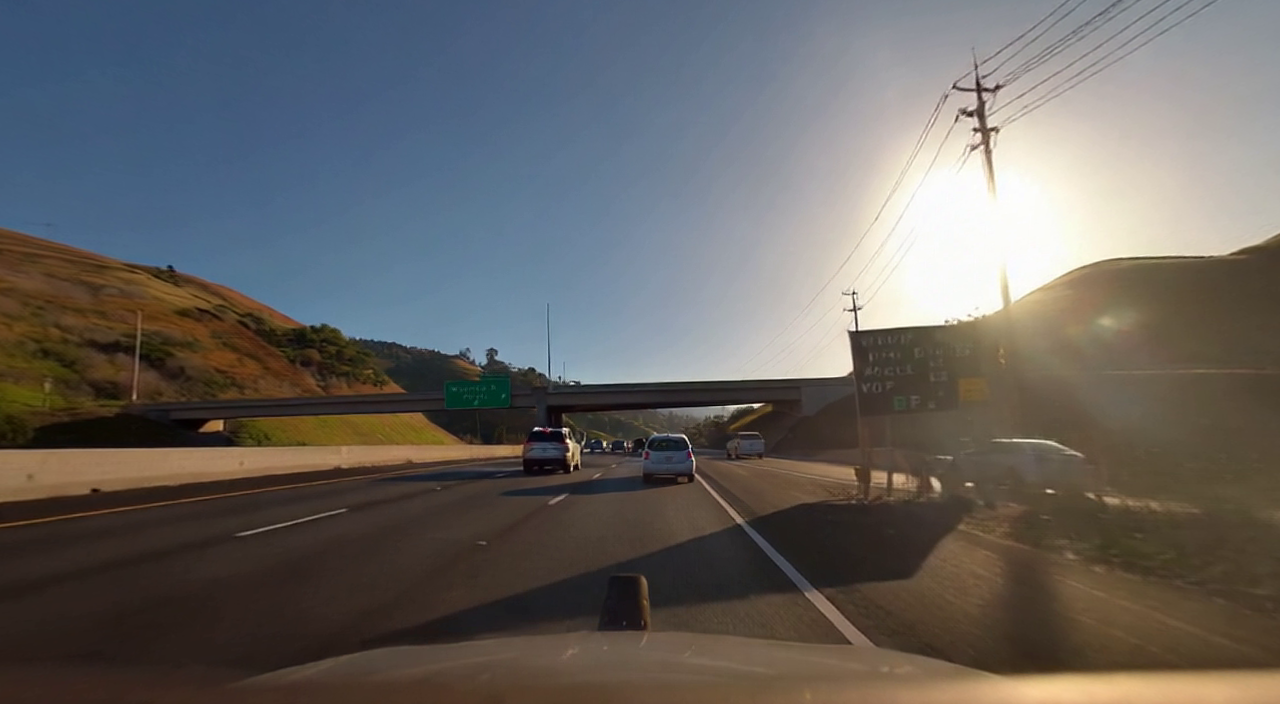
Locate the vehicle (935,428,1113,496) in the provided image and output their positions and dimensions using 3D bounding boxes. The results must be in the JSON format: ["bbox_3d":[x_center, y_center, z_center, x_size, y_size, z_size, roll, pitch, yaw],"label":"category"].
[{"bbox_3d":[12.285,3.537,20.688,2.059,1.938,4.793,2,-9,-14],"label":"vehicle"}]

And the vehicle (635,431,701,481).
[{"bbox_3d":[0.936,3.794,23.224,2.193,1.651,3.946,0,-8,0],"label":"vehicle"}]

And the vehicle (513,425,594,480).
[{"bbox_3d":[-3.134,3.792,23.935,2.228,1.845,4.847,-1,-8,2],"label":"vehicle"}]
